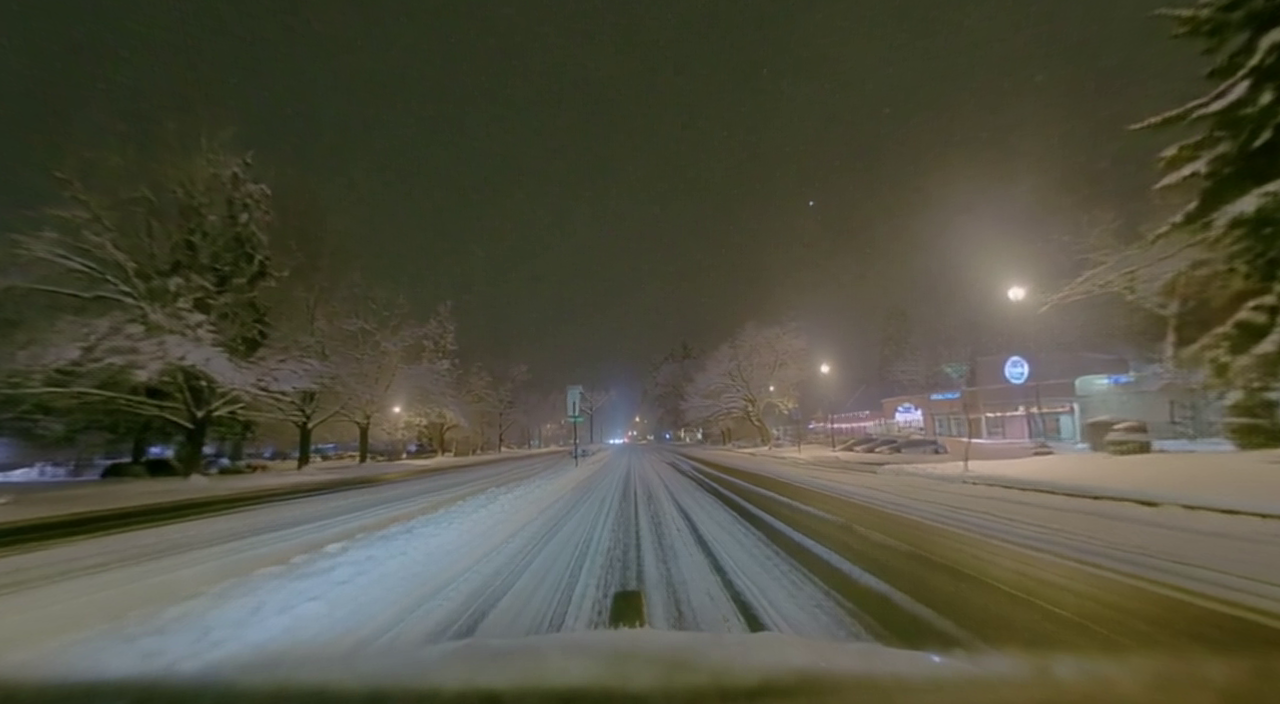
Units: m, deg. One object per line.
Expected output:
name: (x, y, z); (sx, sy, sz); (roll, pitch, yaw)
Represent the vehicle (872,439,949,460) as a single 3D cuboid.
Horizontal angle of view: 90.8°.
vehicle: (20.096, 7.268, 47.053); (4.805, 1.473, 2.046); (0, -8, -3)
